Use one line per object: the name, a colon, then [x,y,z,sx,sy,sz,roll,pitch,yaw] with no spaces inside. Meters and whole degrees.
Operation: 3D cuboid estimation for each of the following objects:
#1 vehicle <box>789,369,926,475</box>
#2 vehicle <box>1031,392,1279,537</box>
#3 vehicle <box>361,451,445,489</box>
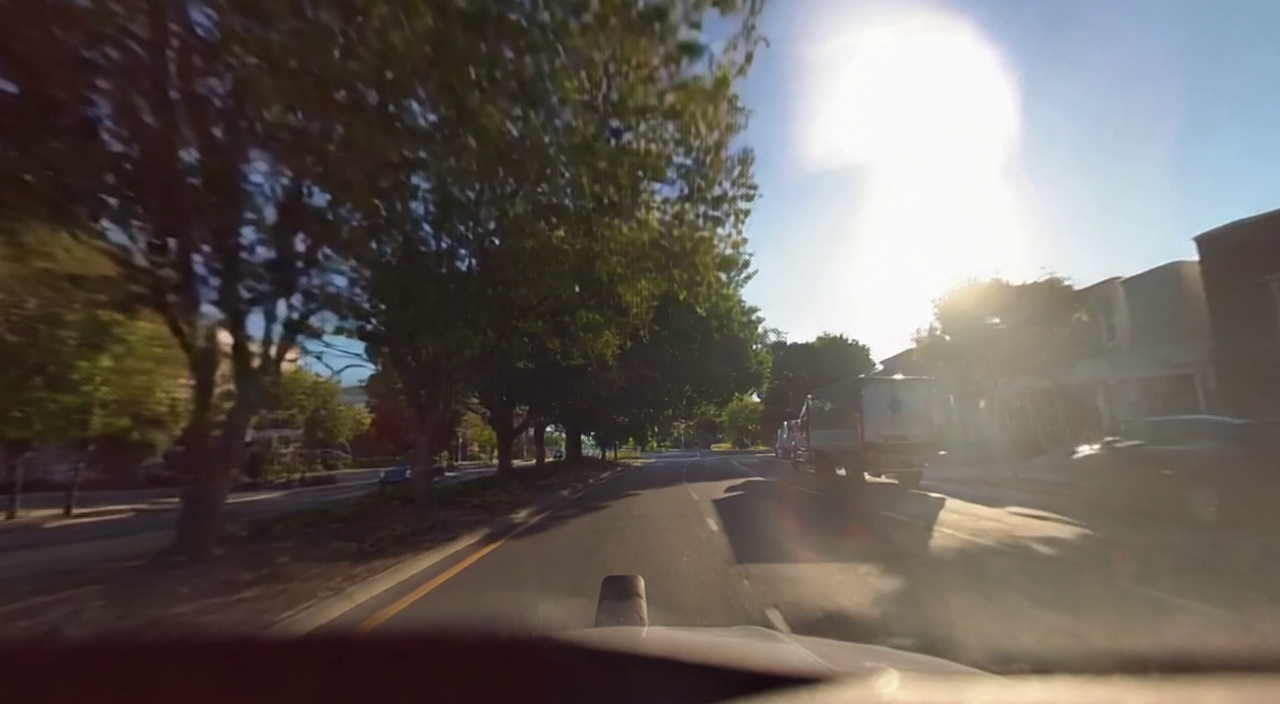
vehicle: [11.215,4.230,35.440,2.907,4.439,17.681,-1,-8,5]
vehicle: [9.842,1.904,11.139,2.200,1.944,5.935,-1,-9,2]
vehicle: [-10.452,5.214,28.261,1.907,1.505,4.354,-1,-9,2]
